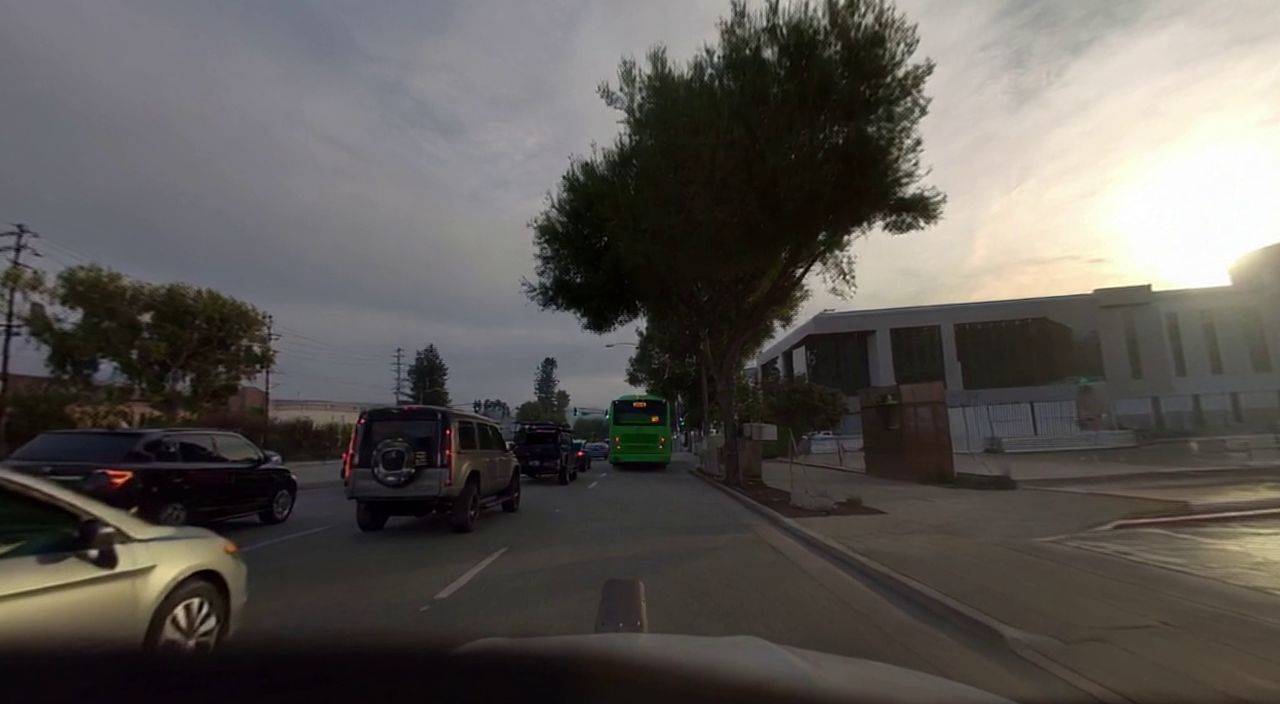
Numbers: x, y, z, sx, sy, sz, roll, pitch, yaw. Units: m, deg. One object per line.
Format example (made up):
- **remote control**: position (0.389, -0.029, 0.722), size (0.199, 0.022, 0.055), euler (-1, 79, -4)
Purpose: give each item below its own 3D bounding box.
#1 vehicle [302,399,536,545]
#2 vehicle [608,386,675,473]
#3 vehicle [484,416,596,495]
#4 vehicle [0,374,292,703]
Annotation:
- **vehicle**: position (-3.298, 1.954, 10.819), size (2.095, 1.892, 5.043), euler (0, -9, 1)
- **vehicle**: position (0.083, 4.339, 34.235), size (2.970, 3.857, 12.200), euler (0, -9, 0)
- **vehicle**: position (-2.940, 3.279, 20.243), size (2.546, 2.125, 5.869), euler (0, -9, 1)
- **vehicle**: position (-3.303, 0.805, 1.789), size (2.042, 1.571, 4.475), euler (0, -9, 1)
